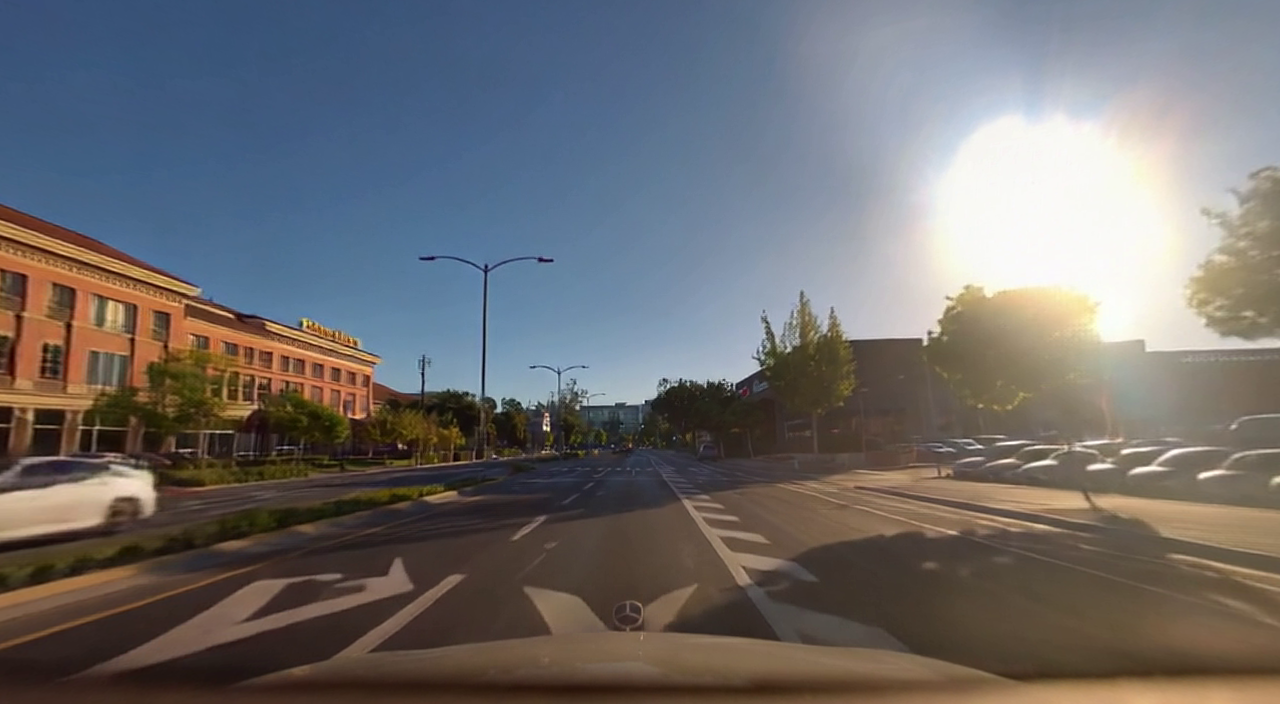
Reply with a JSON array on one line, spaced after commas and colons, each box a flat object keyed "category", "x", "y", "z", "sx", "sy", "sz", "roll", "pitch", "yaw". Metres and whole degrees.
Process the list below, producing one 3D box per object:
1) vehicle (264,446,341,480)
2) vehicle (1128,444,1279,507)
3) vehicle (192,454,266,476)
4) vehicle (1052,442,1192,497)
[{"category": "vehicle", "x": -19.945, "y": 6.554, "z": 37.338, "sx": 2.043, "sy": 1.827, "sz": 4.547, "roll": 0, "pitch": -9, "yaw": 0}, {"category": "vehicle", "x": 16.571, "y": 3.464, "z": 18.116, "sx": 4.313, "sy": 1.584, "sz": 2.282, "roll": 5, "pitch": -10, "yaw": -29}, {"category": "vehicle", "x": -30.645, "y": 8.403, "z": 46.888, "sx": 4.400, "sy": 1.524, "sz": 1.849, "roll": 6, "pitch": -11, "yaw": -37}, {"category": "vehicle", "x": 16.213, "y": 3.875, "z": 21.109, "sx": 4.222, "sy": 1.669, "sz": 2.050, "roll": 5, "pitch": -10, "yaw": -28}]
